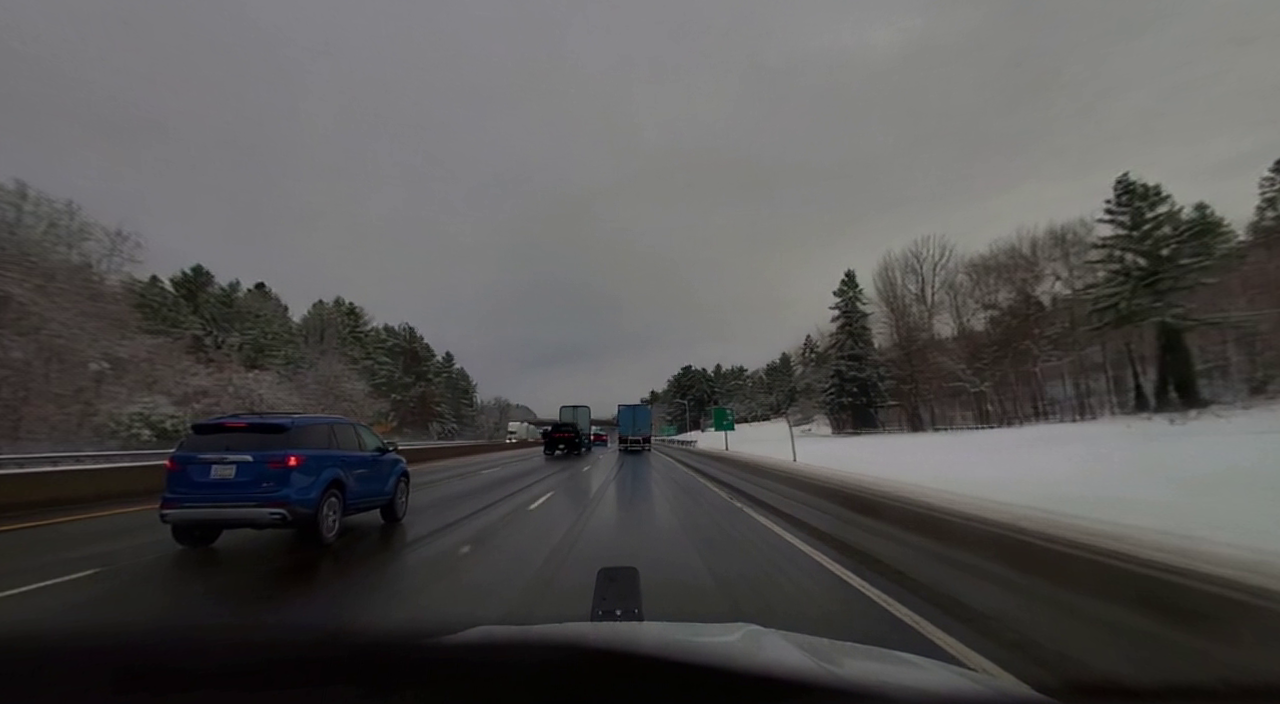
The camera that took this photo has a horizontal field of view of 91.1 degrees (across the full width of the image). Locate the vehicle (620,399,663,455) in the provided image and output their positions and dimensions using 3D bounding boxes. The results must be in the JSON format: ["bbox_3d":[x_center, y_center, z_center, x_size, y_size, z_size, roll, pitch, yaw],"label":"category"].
[{"bbox_3d":[-0.046,5.934,49.381,3.078,3.955,8.774,0,-8,-2],"label":"vehicle"}]

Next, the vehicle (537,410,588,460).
[{"bbox_3d":[-4.538,5.000,37.841,2.383,2.726,5.677,0,-8,0],"label":"vehicle"}]

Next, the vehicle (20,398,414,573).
[{"bbox_3d":[-4.883,1.586,8.348,2.089,1.669,4.515,0,-8,0],"label":"vehicle"}]
